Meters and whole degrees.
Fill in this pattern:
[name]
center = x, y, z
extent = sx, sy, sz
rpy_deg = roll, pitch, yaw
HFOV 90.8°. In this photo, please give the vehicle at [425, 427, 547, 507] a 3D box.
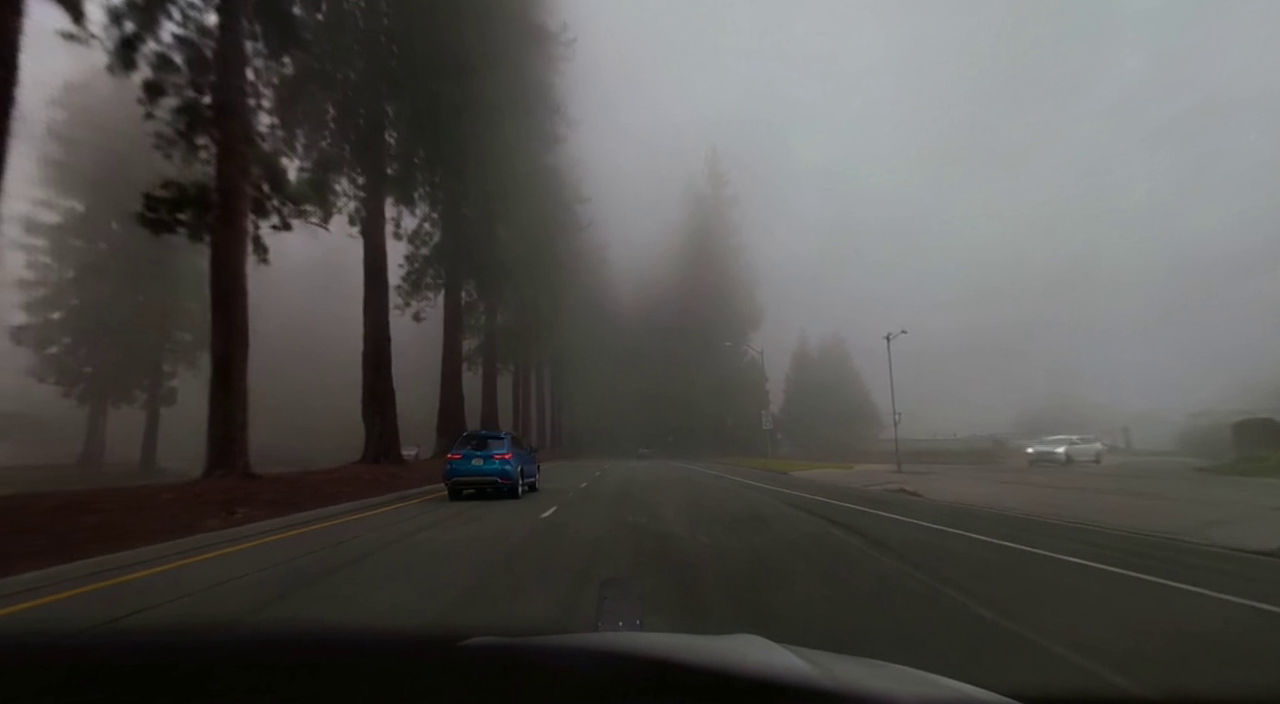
[vehicle]
center = -3.758, 2.884, 16.281
extent = 2.078, 1.748, 4.279
rpy_deg = 0, -8, 0
